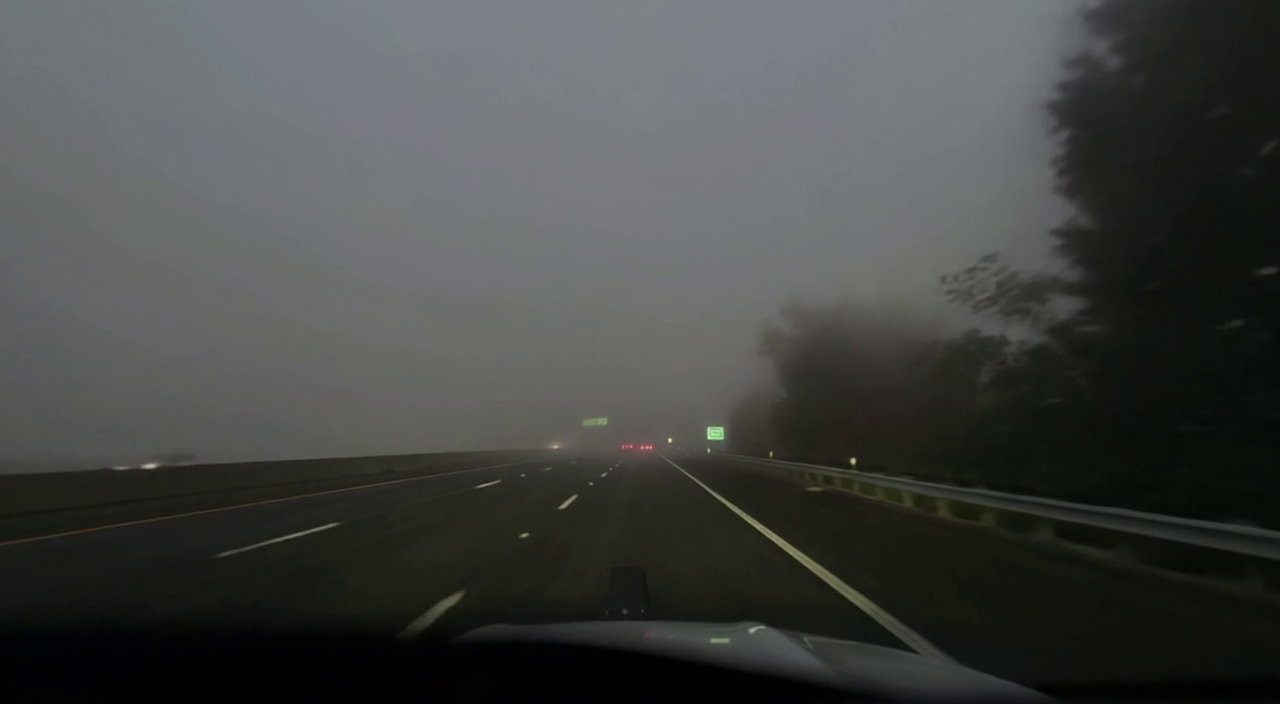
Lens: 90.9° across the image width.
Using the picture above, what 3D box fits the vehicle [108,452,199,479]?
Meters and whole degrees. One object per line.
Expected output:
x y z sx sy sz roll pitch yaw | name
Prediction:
-28.867 6.743 37.604 1.859 1.451 4.394 0 -8 1 | vehicle
